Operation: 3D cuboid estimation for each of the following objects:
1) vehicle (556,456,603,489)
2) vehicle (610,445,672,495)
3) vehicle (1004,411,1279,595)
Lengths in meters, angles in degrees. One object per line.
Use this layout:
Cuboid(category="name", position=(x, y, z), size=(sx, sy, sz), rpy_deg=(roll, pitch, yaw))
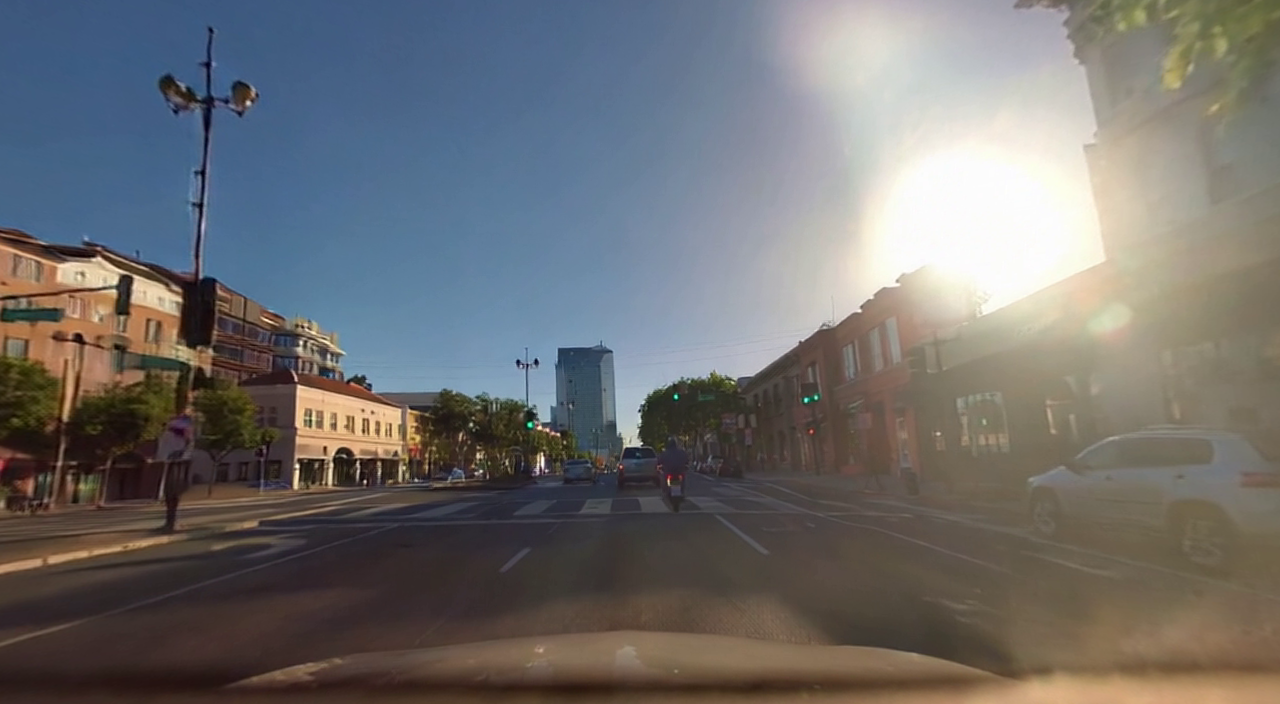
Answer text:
Cuboid(category="vehicle", position=(-3.054, 6.184, 32.673), size=(2.014, 1.470, 4.552), rpy_deg=(0, -9, 0))
Cuboid(category="vehicle", position=(-0.037, 4.539, 24.737), size=(2.223, 1.775, 4.250), rpy_deg=(0, -8, -2))
Cuboid(category="vehicle", position=(7.164, 1.740, 7.965), size=(2.018, 1.772, 4.968), rpy_deg=(0, -9, -2))
